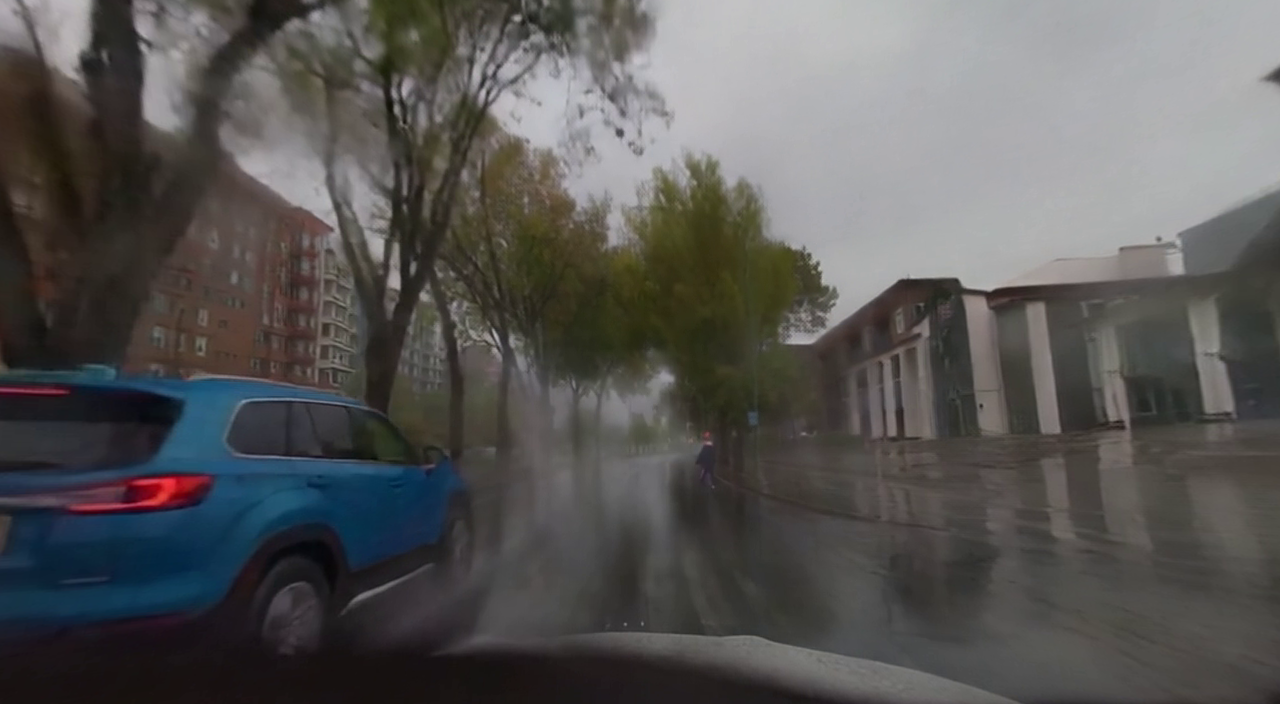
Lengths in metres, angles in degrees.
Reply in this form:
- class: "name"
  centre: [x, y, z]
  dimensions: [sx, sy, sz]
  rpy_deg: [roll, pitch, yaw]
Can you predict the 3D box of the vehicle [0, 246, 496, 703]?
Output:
- class: "vehicle"
  centre: [-2.779, 1.025, 4.245]
  dimensions: [2.294, 1.859, 5.127]
  rpy_deg: [-1, -9, 1]
